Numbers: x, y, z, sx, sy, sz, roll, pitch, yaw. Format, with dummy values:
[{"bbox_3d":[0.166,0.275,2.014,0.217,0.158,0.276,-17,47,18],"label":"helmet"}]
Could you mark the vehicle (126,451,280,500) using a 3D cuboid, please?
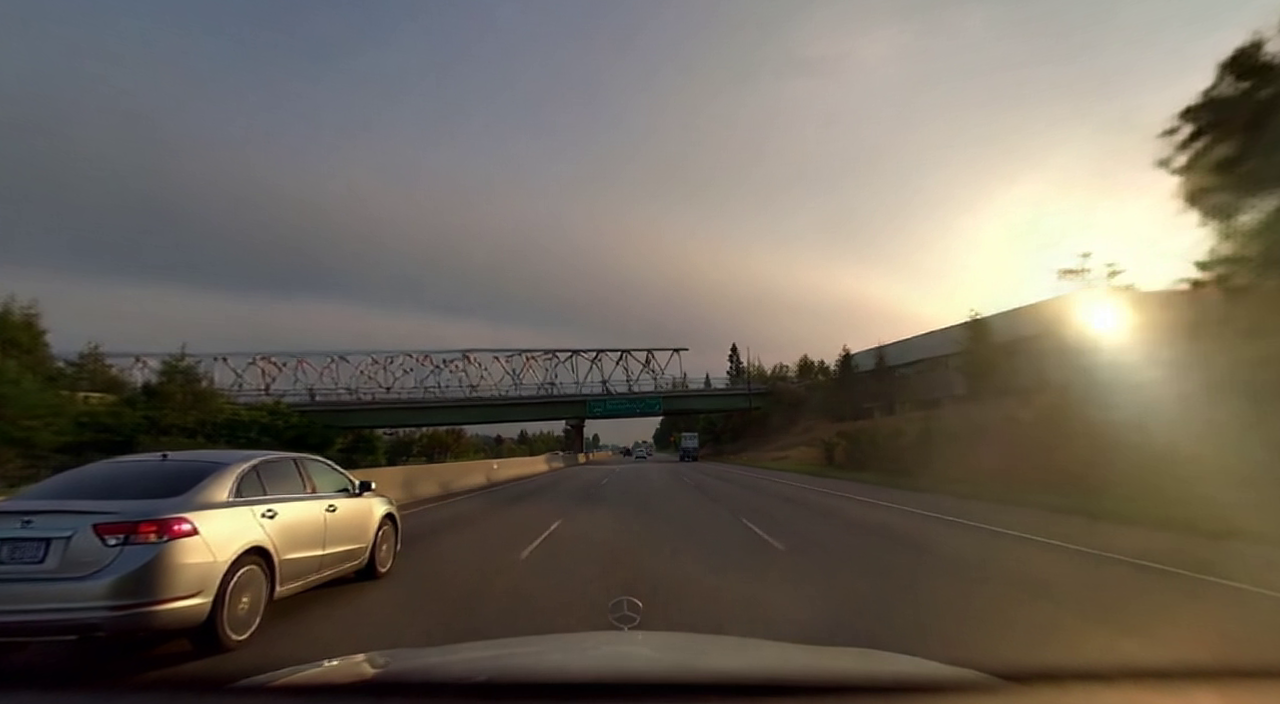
[{"bbox_3d":[-15.125,4.272,22.279,1.955,1.497,4.830,0,-9,0],"label":"vehicle"}]
